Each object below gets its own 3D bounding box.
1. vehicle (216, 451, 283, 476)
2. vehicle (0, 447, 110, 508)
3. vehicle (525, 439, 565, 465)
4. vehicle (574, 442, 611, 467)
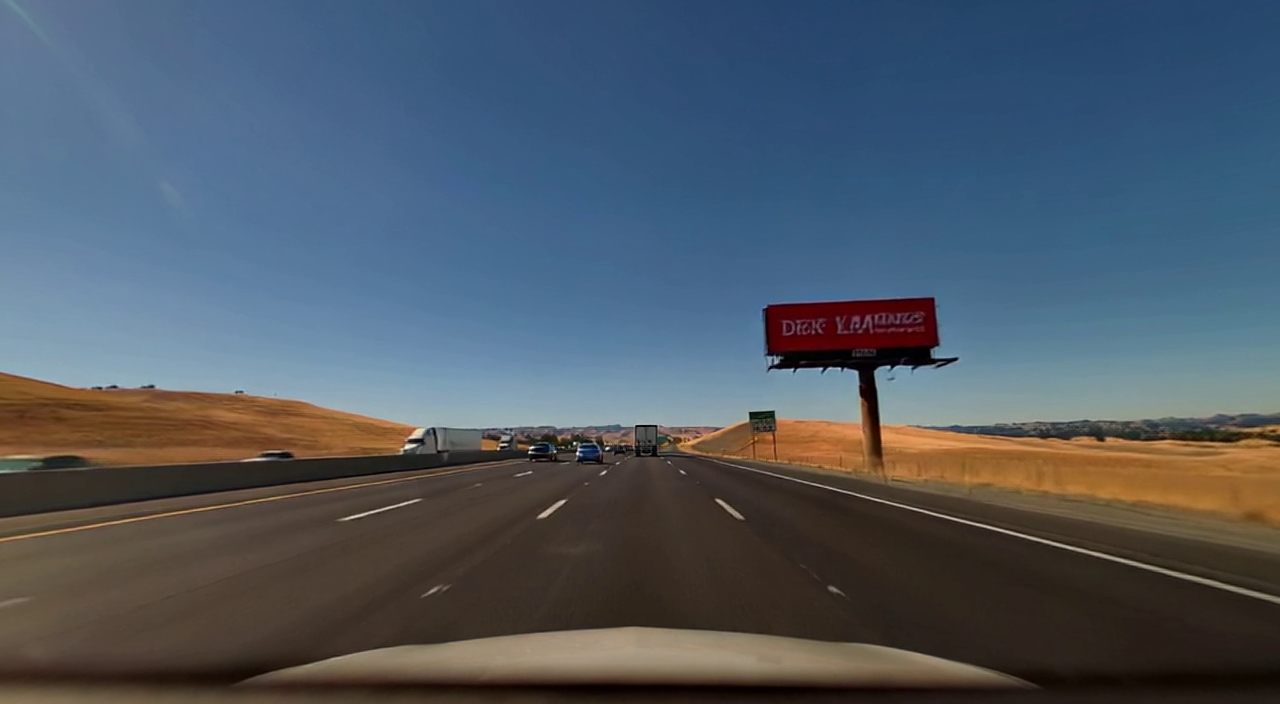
[{"bbox_3d":[-28.834,8.215,46.761,1.993,1.710,4.553,0,-8,0],"label":"vehicle"},{"bbox_3d":[-17.241,3.320,16.844,1.949,1.507,4.826,0,-8,1],"label":"vehicle"},{"bbox_3d":[-6.640,7.042,44.590,2.062,1.708,4.458,0,-8,2],"label":"vehicle"},{"bbox_3d":[-3.042,6.712,41.429,2.042,1.532,4.396,0,-8,0],"label":"vehicle"}]
